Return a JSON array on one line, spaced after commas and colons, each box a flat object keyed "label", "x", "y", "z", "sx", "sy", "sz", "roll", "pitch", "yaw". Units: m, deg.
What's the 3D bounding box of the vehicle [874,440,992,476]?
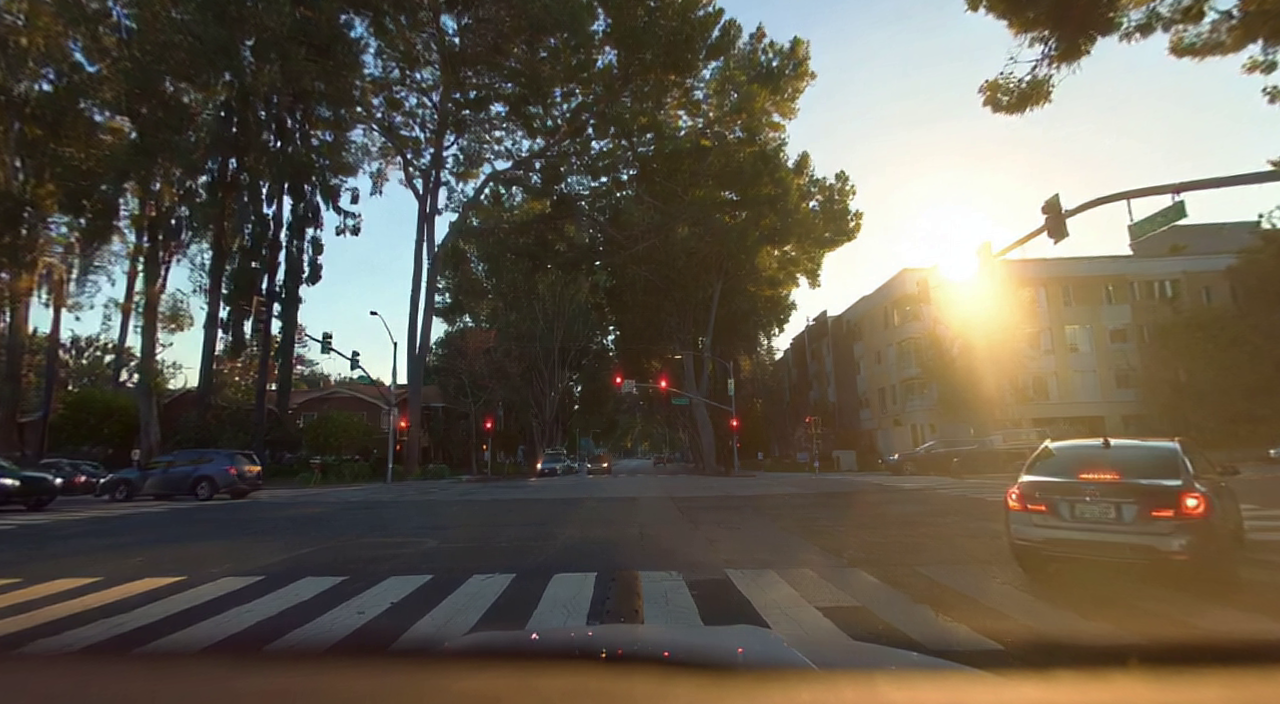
[{"label": "vehicle", "x": 16.183, "y": 5.873, "z": 35.148, "sx": 5.220, "sy": 1.897, "sz": 2.596, "roll": 0, "pitch": -8, "yaw": 0}]

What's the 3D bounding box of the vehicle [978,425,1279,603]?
[{"label": "vehicle", "x": 5.680, "y": 1.780, "z": 8.033, "sx": 2.189, "sy": 1.536, "sz": 4.492, "roll": -4, "pitch": -9, "yaw": 26}]

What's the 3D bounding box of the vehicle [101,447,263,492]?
[{"label": "vehicle", "x": -19.161, "y": 4.949, "z": 26.648, "sx": 4.798, "sy": 1.763, "sz": 2.536, "roll": 0, "pitch": -10, "yaw": 0}]
